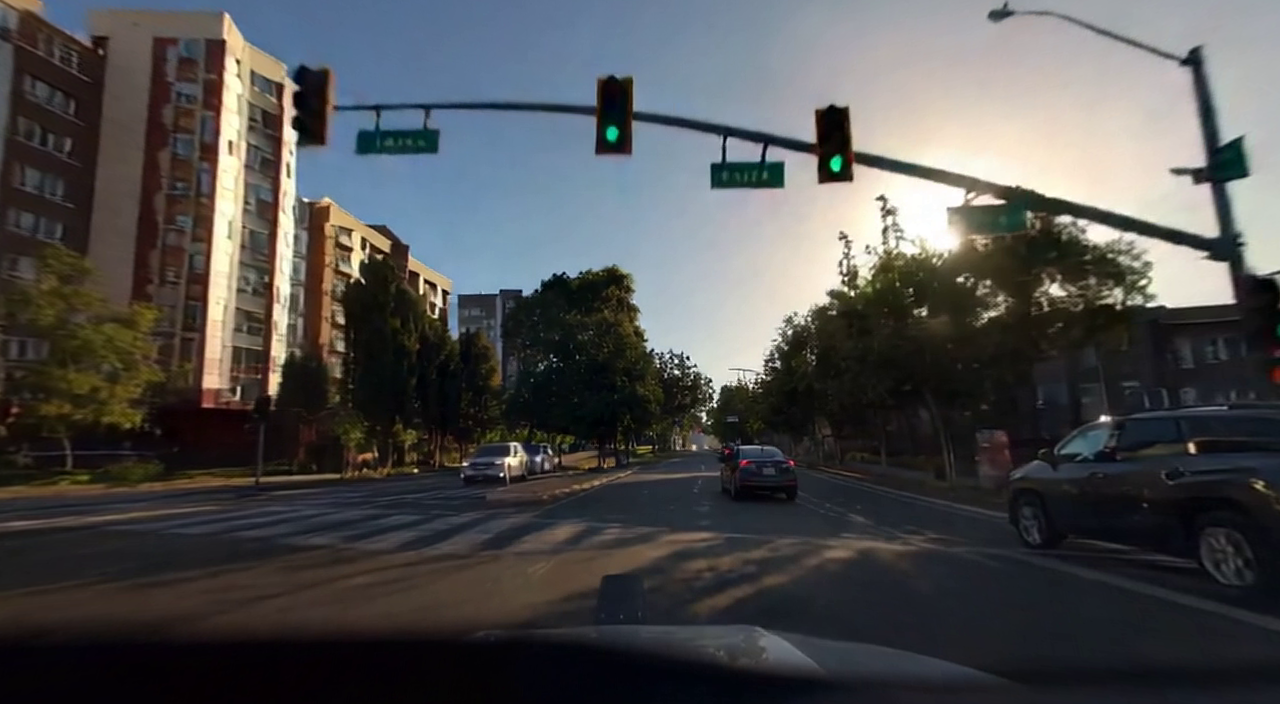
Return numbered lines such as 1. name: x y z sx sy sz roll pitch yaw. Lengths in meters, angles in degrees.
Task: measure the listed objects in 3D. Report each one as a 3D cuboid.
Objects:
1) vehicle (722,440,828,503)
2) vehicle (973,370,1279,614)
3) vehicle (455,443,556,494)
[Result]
1. vehicle: 3.511 3.215 17.380 2.003 1.480 4.494 0 -9 1
2. vehicle: 6.584 1.463 7.171 2.427 2.017 5.763 0 -9 0
3. vehicle: -4.256 3.780 20.866 2.032 1.484 4.437 -1 -9 5
